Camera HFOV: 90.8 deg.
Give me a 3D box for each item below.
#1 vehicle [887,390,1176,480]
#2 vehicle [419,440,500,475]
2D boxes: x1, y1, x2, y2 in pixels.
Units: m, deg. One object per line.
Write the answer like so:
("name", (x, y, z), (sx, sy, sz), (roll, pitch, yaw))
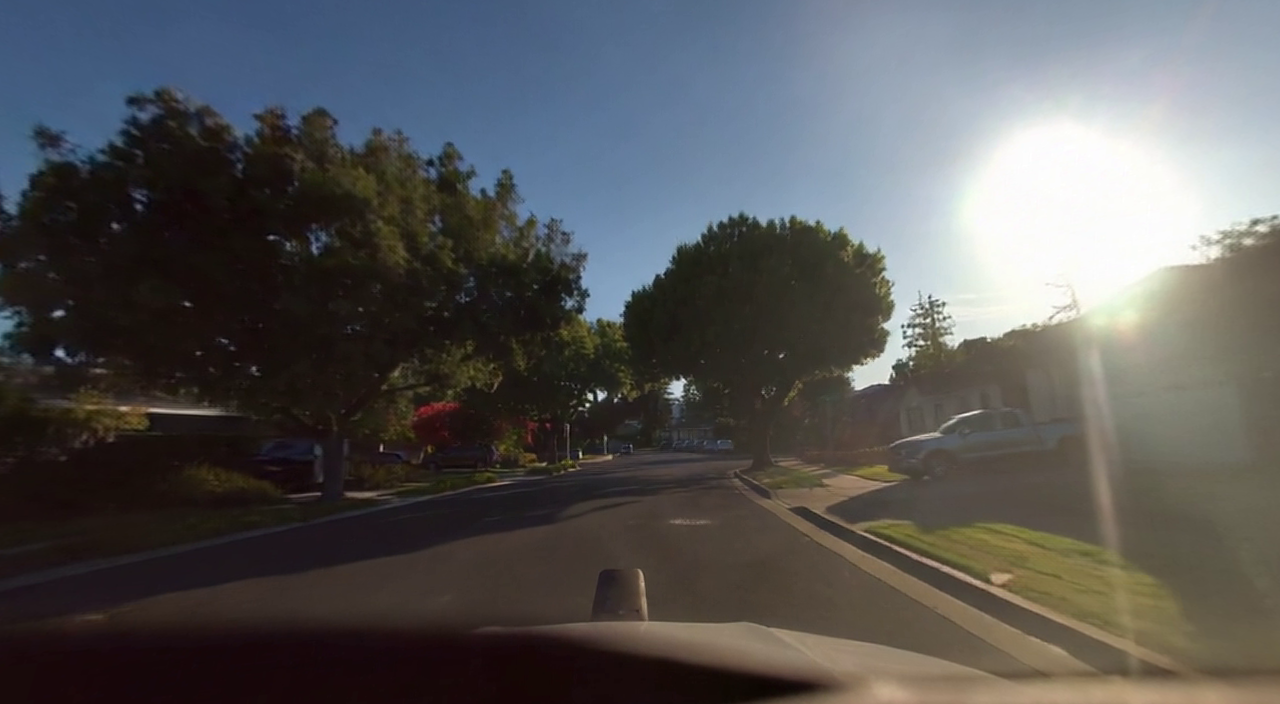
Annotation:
("vehicle", (10.359, 2.291, 17.308), (6.053, 2.240, 2.582), (-1, -8, 4))
("vehicle", (-11.979, 7.054, 42.323), (5.045, 1.835, 2.315), (-2, -9, -13))
